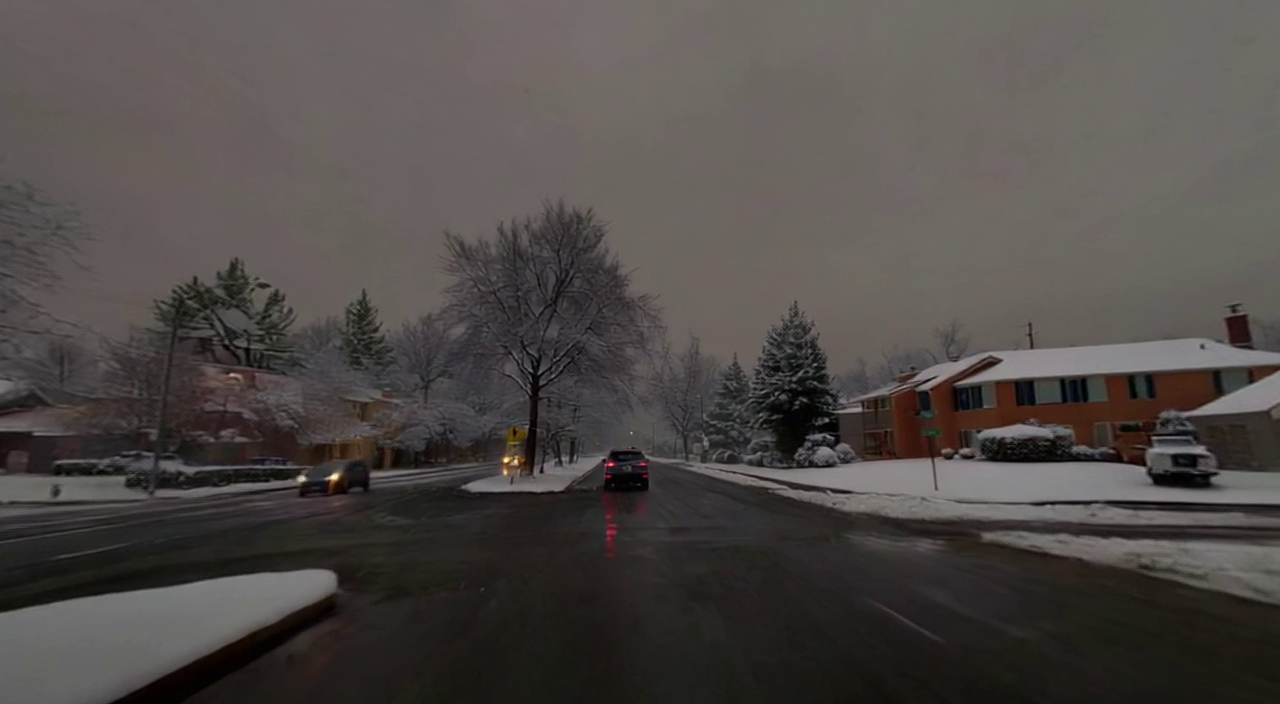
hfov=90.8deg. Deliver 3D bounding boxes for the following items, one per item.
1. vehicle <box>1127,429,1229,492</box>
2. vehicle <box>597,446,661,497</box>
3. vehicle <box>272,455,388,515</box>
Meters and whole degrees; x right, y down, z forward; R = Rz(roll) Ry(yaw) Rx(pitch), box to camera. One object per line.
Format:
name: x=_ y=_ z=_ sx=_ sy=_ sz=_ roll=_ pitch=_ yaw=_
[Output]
vehicle: x=17.342 y=3.482 z=20.600 sx=2.128 sy=1.771 sz=4.721 roll=-6 pitch=-11 yaw=36
vehicle: x=-0.391 y=4.228 z=22.753 sx=2.106 sy=1.655 sz=3.717 roll=0 pitch=-9 yaw=0
vehicle: x=-9.053 y=3.871 z=18.810 sx=1.861 sy=1.516 sz=3.752 roll=1 pitch=-9 yaw=-6
